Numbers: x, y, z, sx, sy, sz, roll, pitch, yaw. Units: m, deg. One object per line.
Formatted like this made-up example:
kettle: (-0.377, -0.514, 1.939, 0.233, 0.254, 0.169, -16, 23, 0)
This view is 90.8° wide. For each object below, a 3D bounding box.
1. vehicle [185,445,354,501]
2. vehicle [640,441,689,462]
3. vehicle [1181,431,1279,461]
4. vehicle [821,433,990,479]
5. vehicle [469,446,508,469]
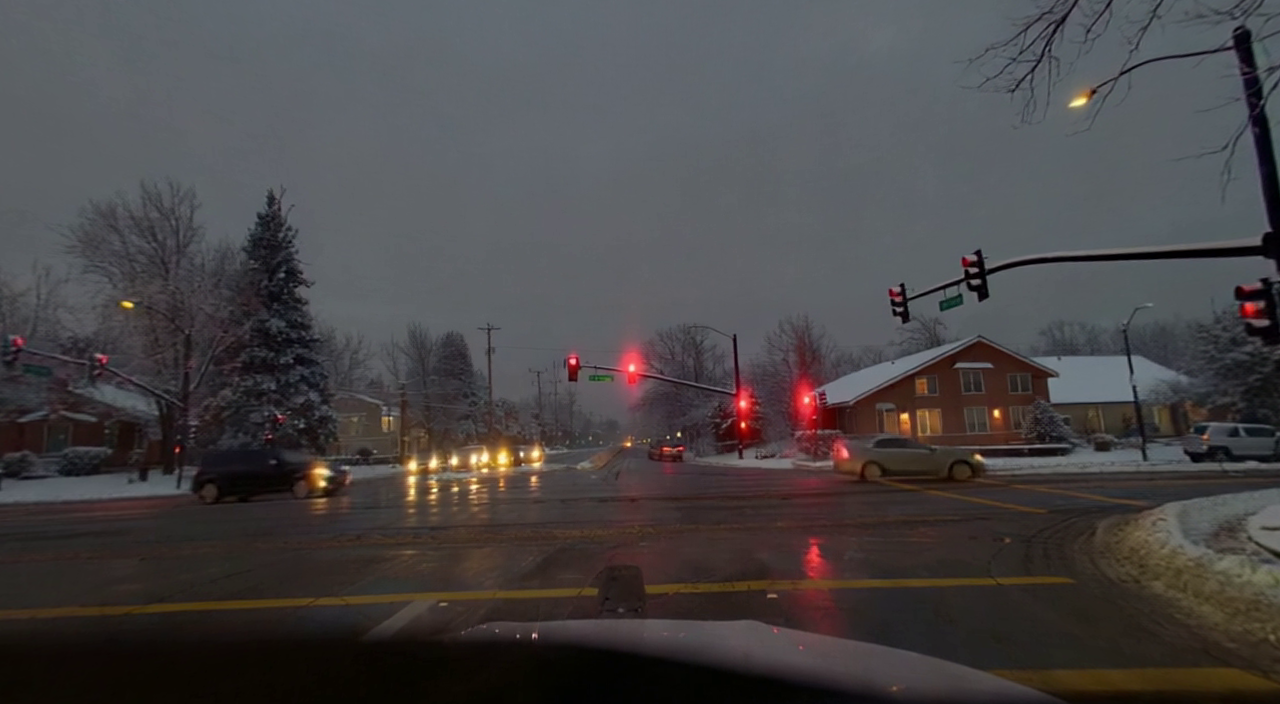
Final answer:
vehicle: (-12.255, 4.002, 21.127, 4.431, 1.739, 1.935, -1, -9, 1)
vehicle: (1.769, 7.539, 47.934, 1.932, 1.539, 4.873, 3, -9, -20)
vehicle: (31.327, 4.887, 33.020, 4.318, 1.488, 1.870, 0, -9, -1)
vehicle: (8.918, 3.523, 21.551, 4.823, 1.449, 2.017, 0, -9, -1)
vehicle: (-10.703, 7.459, 44.755, 1.881, 1.509, 3.377, 0, -9, 1)
